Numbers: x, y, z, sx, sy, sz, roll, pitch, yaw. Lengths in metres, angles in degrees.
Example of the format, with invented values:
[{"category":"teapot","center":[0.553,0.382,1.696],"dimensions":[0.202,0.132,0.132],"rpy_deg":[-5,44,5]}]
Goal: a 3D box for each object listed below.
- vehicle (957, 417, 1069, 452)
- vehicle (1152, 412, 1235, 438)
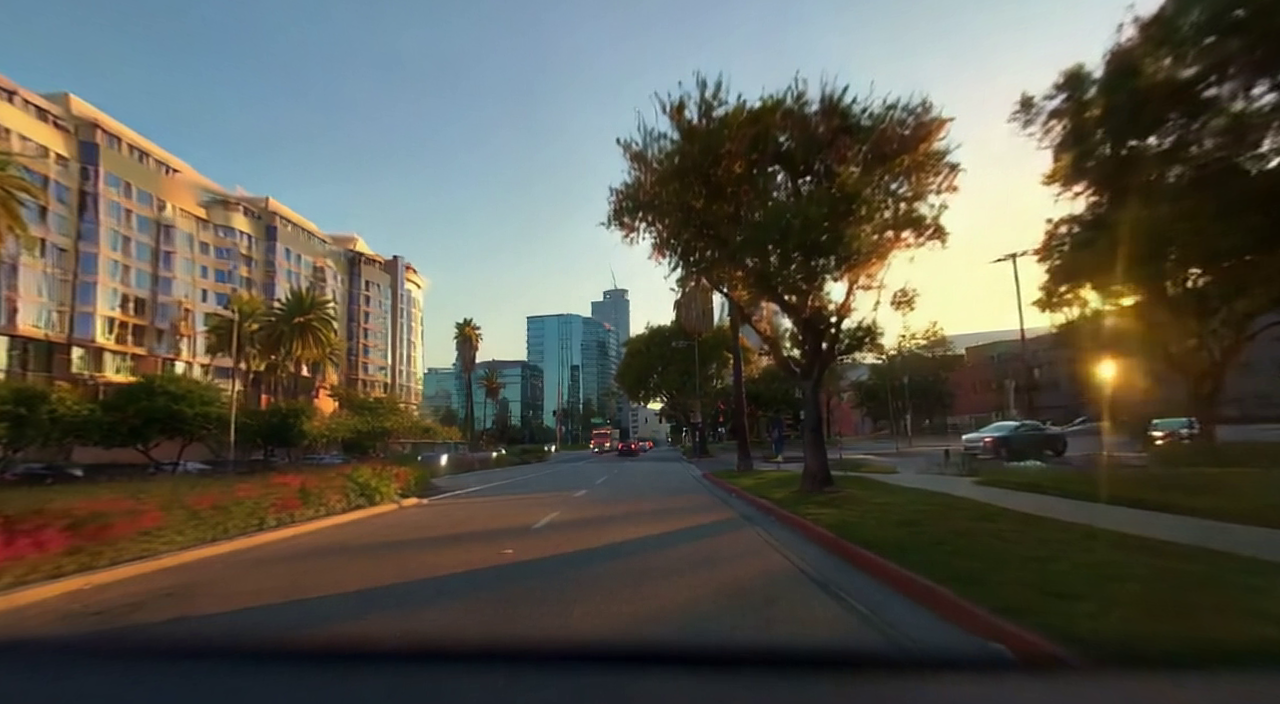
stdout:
[{"category":"vehicle","center":[16.566,3.688,27.953],"dimensions":[3.945,1.463,1.684],"rpy_deg":[0,-8,-5]},{"category":"vehicle","center":[36.901,4.929,42.022],"dimensions":[1.794,1.535,4.466],"rpy_deg":[-1,-9,6]}]
